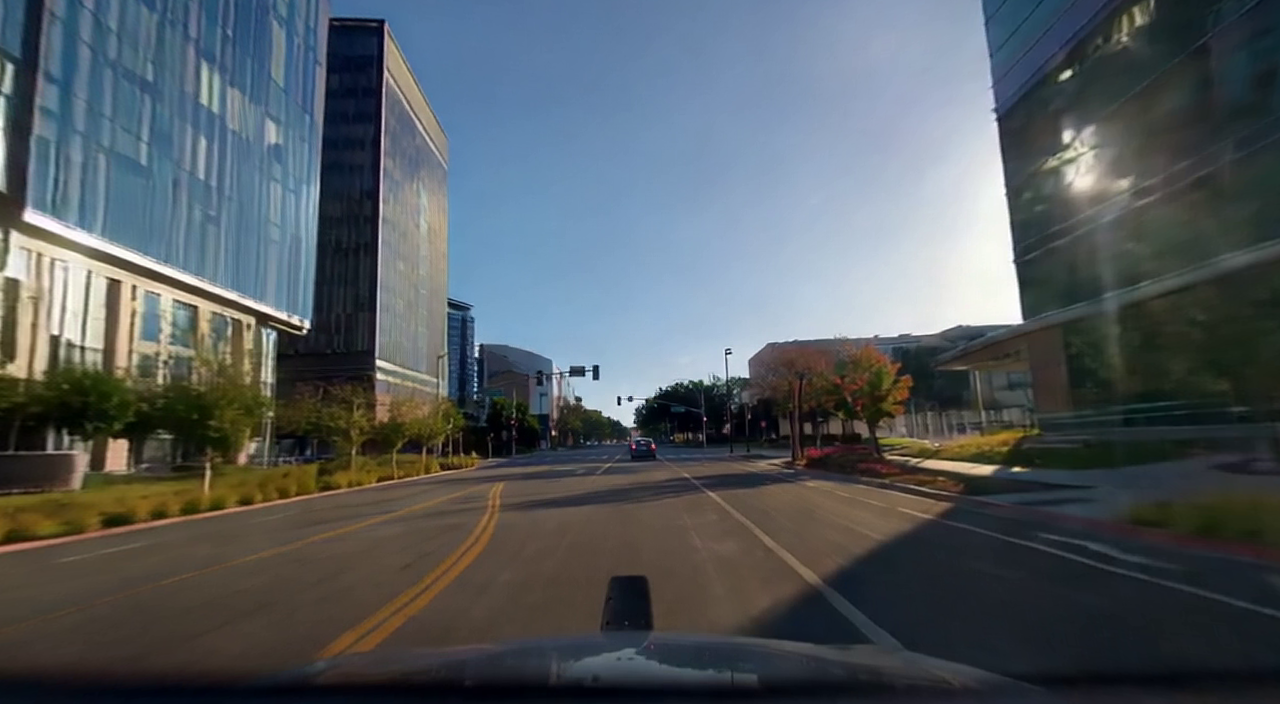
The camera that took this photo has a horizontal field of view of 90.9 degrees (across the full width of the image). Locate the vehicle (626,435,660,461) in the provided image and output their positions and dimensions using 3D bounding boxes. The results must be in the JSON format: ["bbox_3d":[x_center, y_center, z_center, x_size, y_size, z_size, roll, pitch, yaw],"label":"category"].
[{"bbox_3d":[0.160,6.422,42.314,2.184,1.640,4.086,0,-8,-1],"label":"vehicle"}]
